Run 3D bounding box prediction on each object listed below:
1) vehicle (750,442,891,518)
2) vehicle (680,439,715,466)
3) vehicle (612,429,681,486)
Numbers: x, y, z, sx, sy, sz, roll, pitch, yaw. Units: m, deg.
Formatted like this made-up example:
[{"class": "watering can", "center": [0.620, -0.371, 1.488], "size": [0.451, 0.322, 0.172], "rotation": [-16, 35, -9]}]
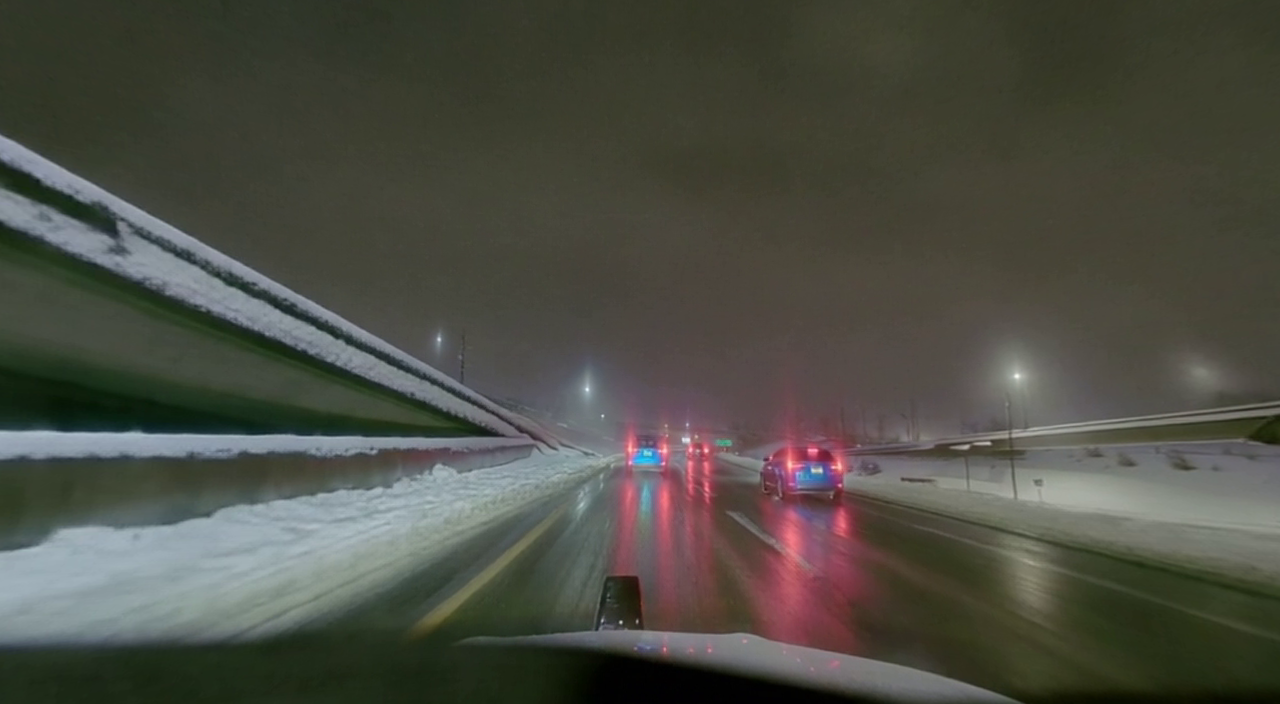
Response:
[{"class": "vehicle", "center": [3.987, 2.870, 14.693], "size": [2.047, 1.500, 4.017], "rotation": [0, -9, -1]}, {"class": "vehicle", "center": [3.824, 6.771, 42.569], "size": [2.047, 1.700, 4.069], "rotation": [0, -8, 0]}, {"class": "vehicle", "center": [0.211, 3.790, 22.968], "size": [2.264, 1.841, 4.583], "rotation": [0, -8, 0]}]
